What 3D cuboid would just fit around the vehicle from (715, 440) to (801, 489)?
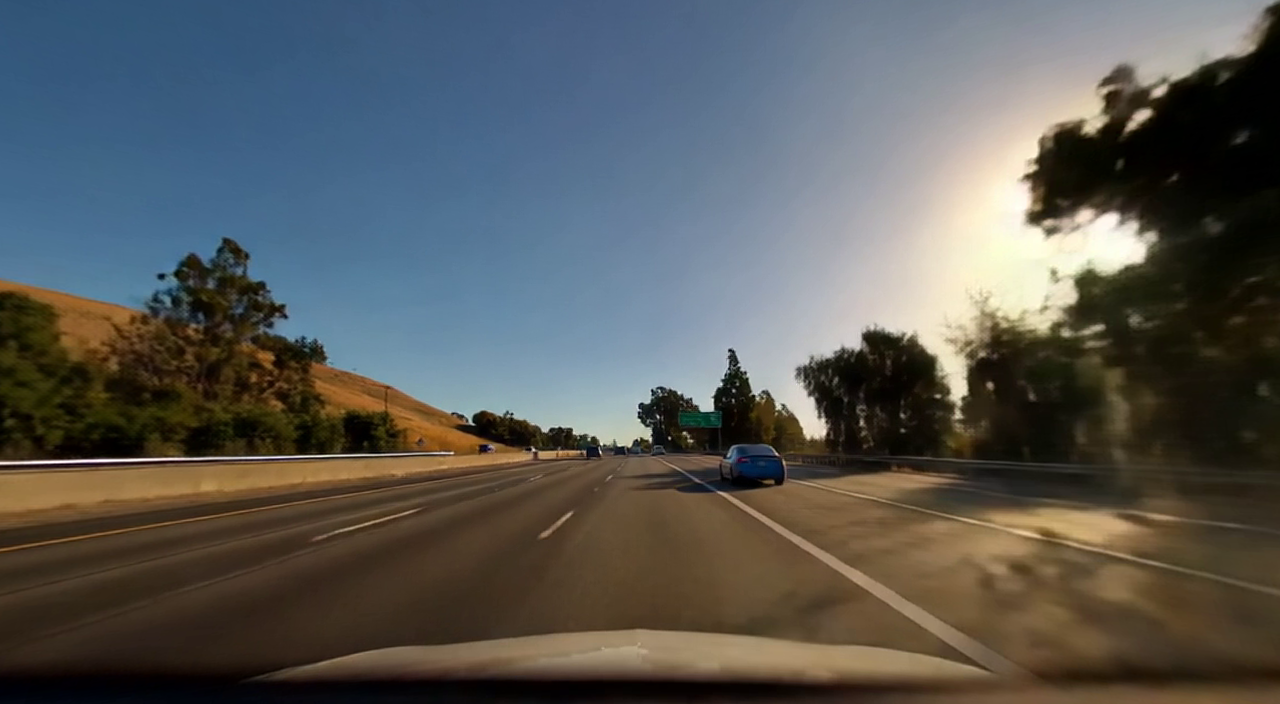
[{"bbox_3d":[3.910,3.812,21.689,2.033,1.501,4.398,0,-9,-1],"label":"vehicle"}]
